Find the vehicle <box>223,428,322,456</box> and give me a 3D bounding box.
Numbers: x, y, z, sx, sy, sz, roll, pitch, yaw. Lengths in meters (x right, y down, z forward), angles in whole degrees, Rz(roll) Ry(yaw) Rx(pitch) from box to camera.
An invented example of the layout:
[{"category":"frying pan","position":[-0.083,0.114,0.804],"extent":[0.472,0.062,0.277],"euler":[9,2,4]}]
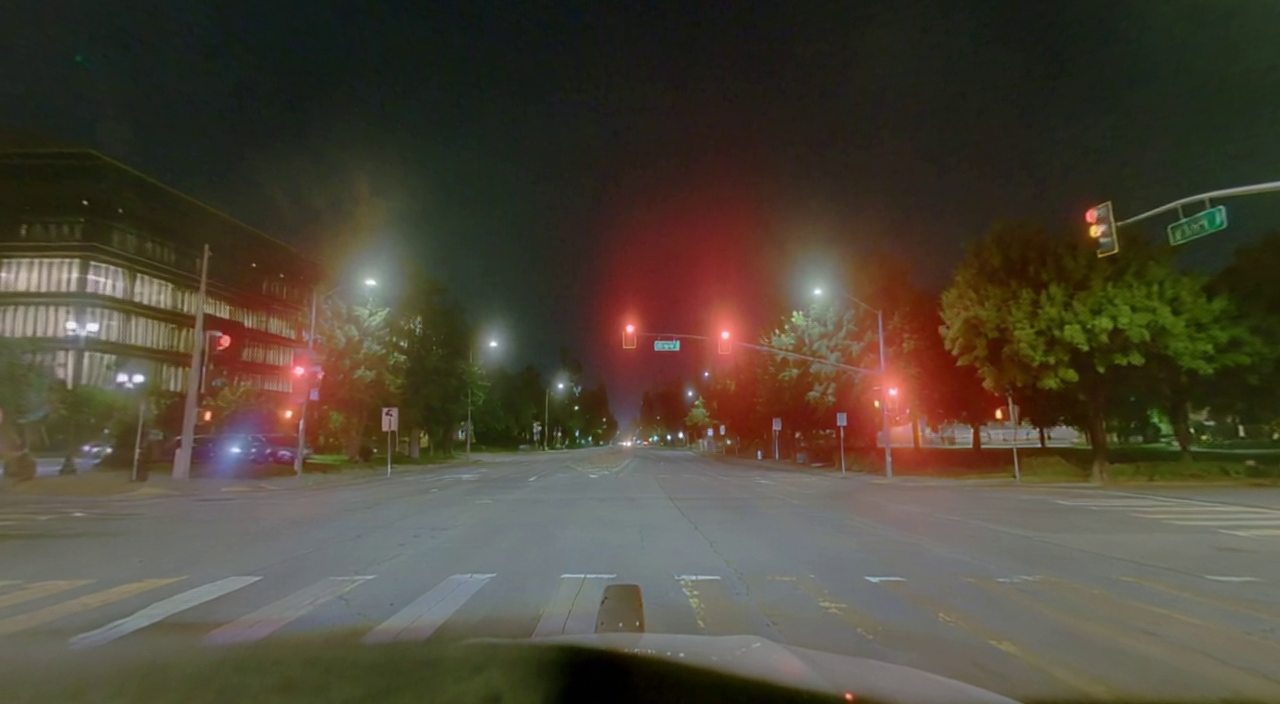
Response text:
[{"category":"vehicle","position":[-22.406,5.513,38.690],"extent":[4.765,1.593,1.891],"euler":[1,-9,-8]}]
